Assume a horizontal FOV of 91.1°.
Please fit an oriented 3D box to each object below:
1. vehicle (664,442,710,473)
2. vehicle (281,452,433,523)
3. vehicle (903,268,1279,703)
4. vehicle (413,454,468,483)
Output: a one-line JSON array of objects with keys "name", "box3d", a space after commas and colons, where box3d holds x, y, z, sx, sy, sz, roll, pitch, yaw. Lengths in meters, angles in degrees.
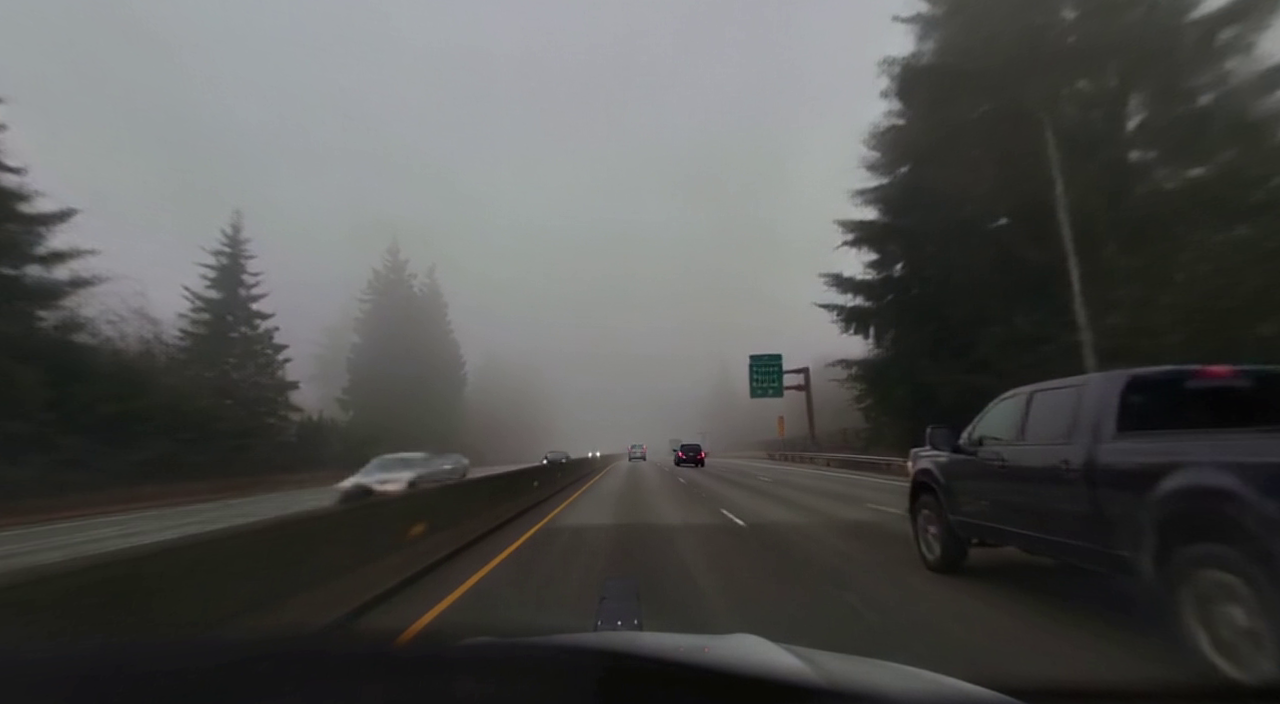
[{"name": "vehicle", "box3d": [2.595, 6.006, 35.893, 2.123, 1.620, 4.959, 0, -9, -1]}, {"name": "vehicle", "box3d": [-6.807, 3.260, 15.644, 1.998, 1.474, 3.857, 0, -9, -1]}, {"name": "vehicle", "box3d": [3.723, 0.828, 3.953, 1.981, 1.984, 4.623, 0, -9, -2]}, {"name": "vehicle", "box3d": [-11.009, 6.421, 34.946, 1.834, 1.459, 3.774, 0, -9, 0]}]
